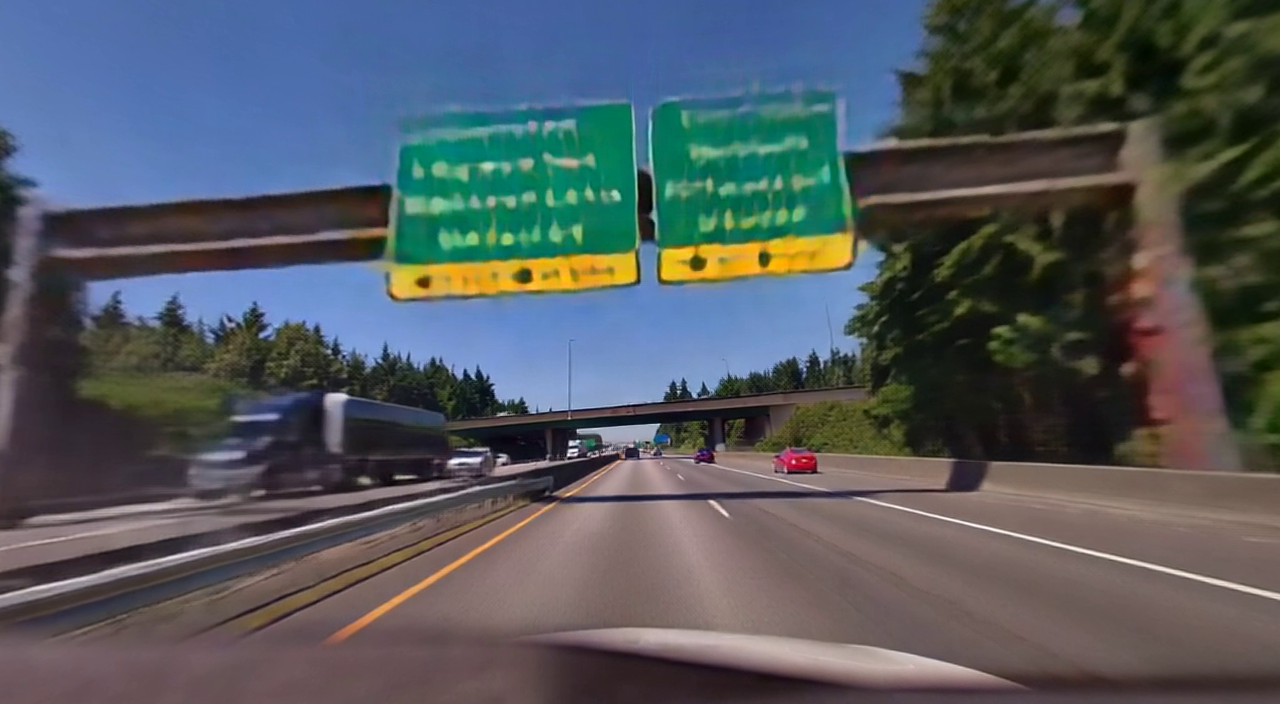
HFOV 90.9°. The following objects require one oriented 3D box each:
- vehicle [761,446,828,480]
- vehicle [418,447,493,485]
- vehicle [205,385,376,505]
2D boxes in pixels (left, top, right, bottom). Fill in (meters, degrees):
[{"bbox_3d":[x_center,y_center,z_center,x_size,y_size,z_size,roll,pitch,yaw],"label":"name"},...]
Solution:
[{"bbox_3d":[7.084,5.142,29.355,1.987,1.473,4.244,0,-9,0],"label":"vehicle"},{"bbox_3d":[-8.673,5.404,30.177,2.123,1.631,4.828,0,-9,0],"label":"vehicle"},{"bbox_3d":[-12.926,3.561,24.042,2.986,3.986,5.798,0,-9,0],"label":"vehicle"}]
